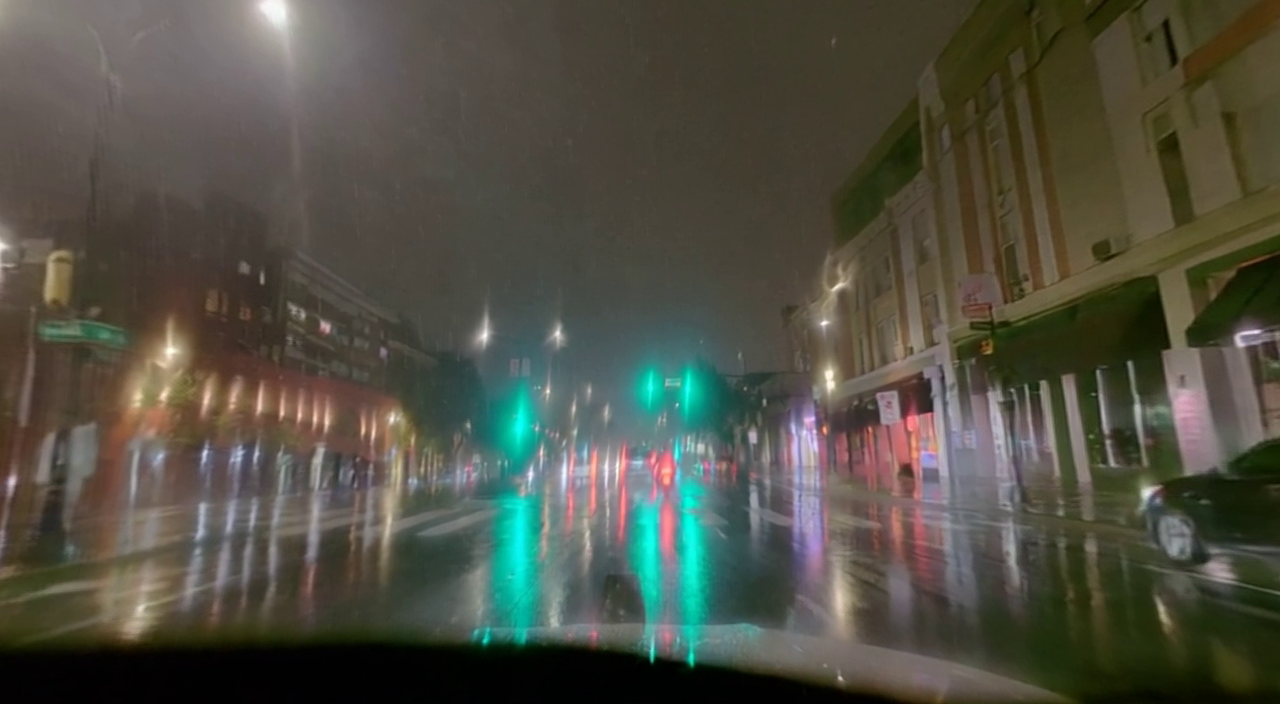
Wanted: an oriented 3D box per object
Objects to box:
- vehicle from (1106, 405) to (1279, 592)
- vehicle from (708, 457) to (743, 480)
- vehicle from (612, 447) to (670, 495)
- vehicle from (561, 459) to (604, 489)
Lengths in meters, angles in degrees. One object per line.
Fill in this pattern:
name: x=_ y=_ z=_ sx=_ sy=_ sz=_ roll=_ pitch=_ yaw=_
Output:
vehicle: x=7.161 y=1.331 z=5.642 sx=2.018 sy=1.772 sz=4.968 roll=0 pitch=-9 yaw=-2
vehicle: x=6.688 y=9.121 z=49.652 sx=2.069 sy=1.590 sz=4.066 roll=0 pitch=-9 yaw=-1
vehicle: x=-0.040 y=4.905 z=26.464 sx=2.223 sy=1.775 sz=4.250 roll=0 pitch=-9 yaw=-2
vehicle: x=-3.143 y=6.747 z=35.296 sx=2.014 sy=1.470 sz=4.552 roll=0 pitch=-9 yaw=-1
